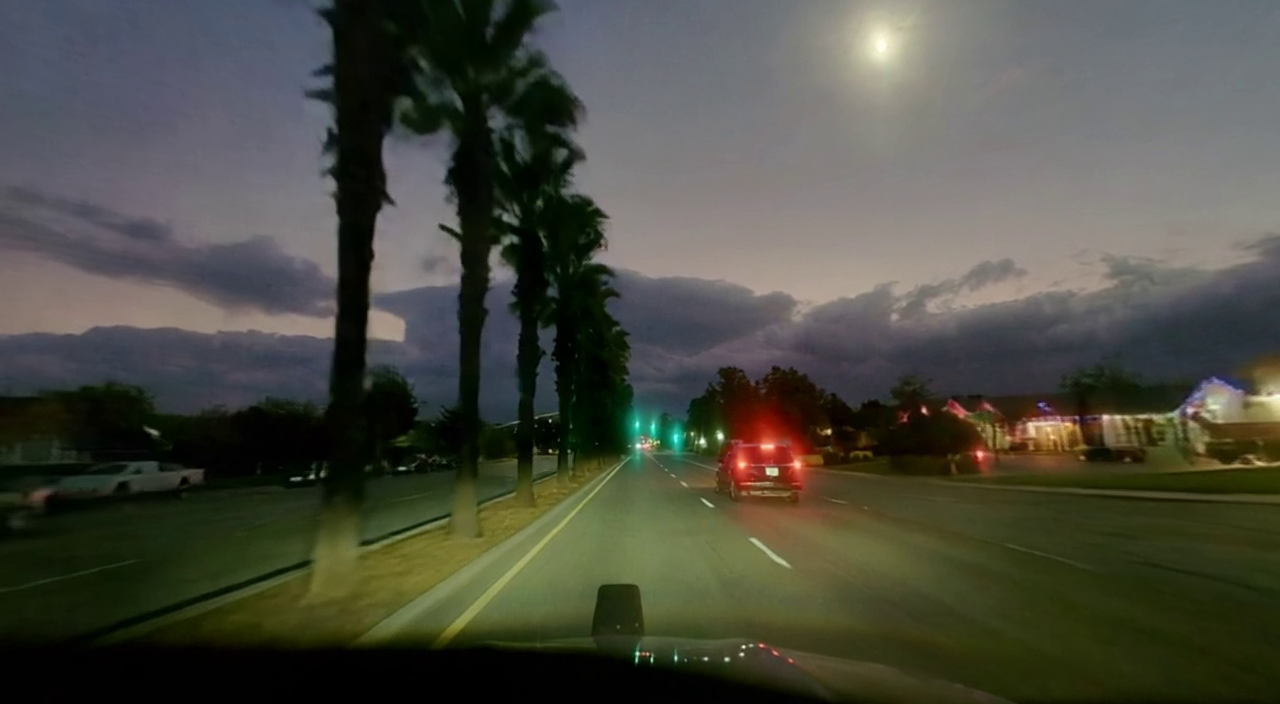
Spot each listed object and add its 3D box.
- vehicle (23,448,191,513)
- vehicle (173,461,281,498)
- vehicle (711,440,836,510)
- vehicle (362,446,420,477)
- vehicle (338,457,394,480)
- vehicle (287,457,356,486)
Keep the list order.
[{"bbox_3d":[-19.155,4.613,23.078,1.987,1.998,4.642,-4,-10,1],"label":"vehicle"},{"bbox_3d":[-19.054,5.884,29.452,1.848,1.432,4.662,0,-9,1],"label":"vehicle"},{"bbox_3d":[3.134,2.997,15.951,1.989,1.492,4.689,0,-9,-2],"label":"vehicle"},{"bbox_3d":[-19.078,8.427,48.742,2.344,2.232,5.170,0,-9,0],"label":"vehicle"},{"bbox_3d":[-18.670,7.928,43.210,1.828,1.472,4.464,0,-9,0],"label":"vehicle"},{"bbox_3d":[-18.874,7.078,37.714,1.811,1.539,4.560,0,-9,-1],"label":"vehicle"}]
